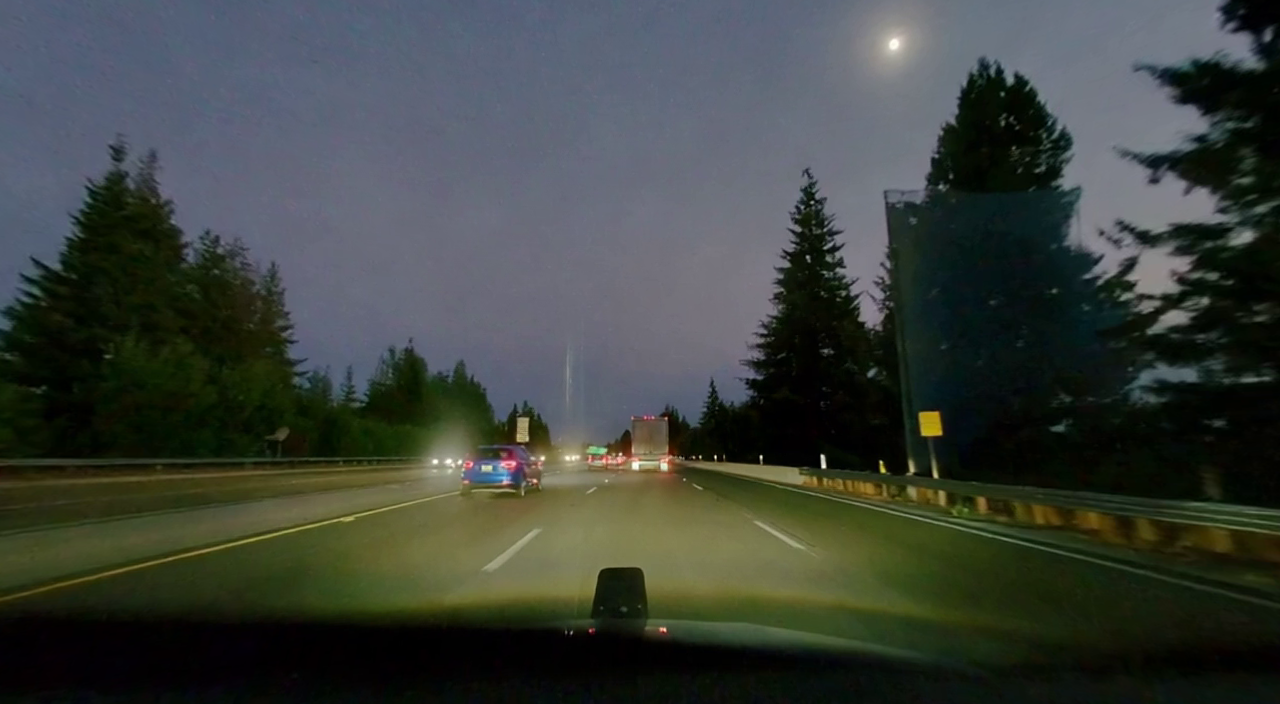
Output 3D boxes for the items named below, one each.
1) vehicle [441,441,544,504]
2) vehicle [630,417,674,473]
[{"bbox_3d":[-4.132,3.433,18.353,1.977,1.602,3.944,0,-9,1],"label":"vehicle"},{"bbox_3d":[0.789,6.802,45.763,2.893,3.628,9.081,0,-9,0],"label":"vehicle"}]
